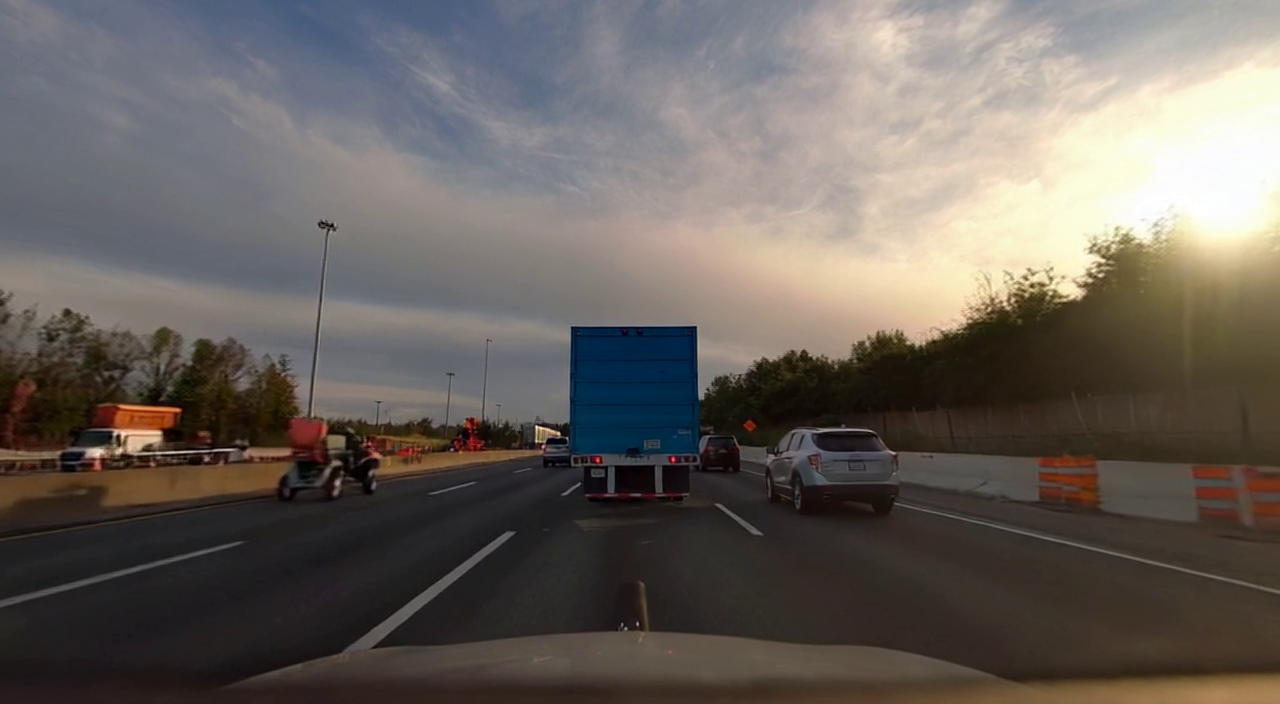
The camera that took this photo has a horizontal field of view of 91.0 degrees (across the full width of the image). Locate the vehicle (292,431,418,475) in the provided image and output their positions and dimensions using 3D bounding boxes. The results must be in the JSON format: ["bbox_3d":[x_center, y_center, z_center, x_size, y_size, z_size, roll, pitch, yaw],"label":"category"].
[{"bbox_3d":[-12.921,4.627,28.810,4.663,1.708,2.054,3,-9,-4],"label":"vehicle"}]

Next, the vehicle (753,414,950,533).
[{"bbox_3d":[3.480,2.099,11.388,2.103,1.713,4.173,0,-9,0],"label":"vehicle"}]

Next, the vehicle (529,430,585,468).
[{"bbox_3d":[-4.073,4.890,31.793,2.095,1.736,4.529,0,-9,2],"label":"vehicle"}]

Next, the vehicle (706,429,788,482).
[{"bbox_3d":[3.702,3.678,22.590,1.998,1.713,4.149,1,-9,-3],"label":"vehicle"}]

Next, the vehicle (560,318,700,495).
[{"bbox_3d":[-0.180,1.942,19.135,3.067,3.940,10.154,0,-9,0],"label":"vehicle"}]

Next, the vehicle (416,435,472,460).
[{"bbox_3d":[-12.458,6.106,40.287,1.887,1.511,4.152,0,-9,6],"label":"vehicle"}]
